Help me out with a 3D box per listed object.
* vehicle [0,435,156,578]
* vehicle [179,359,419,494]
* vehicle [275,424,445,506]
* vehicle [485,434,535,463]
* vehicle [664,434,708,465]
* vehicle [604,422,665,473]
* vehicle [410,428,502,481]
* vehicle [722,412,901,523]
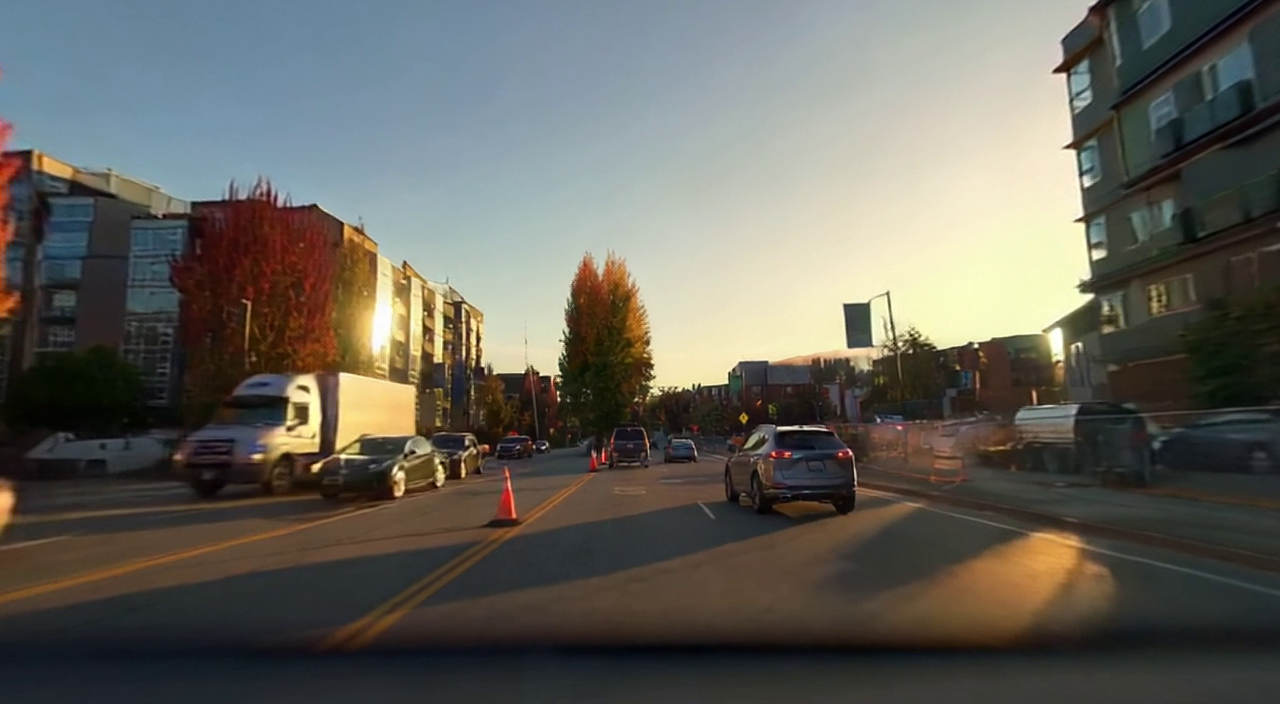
[{"bbox_3d":[-7.669,1.580,6.302,1.881,1.485,4.522,0,-8,2],"label":"vehicle"},{"bbox_3d":[-11.155,2.750,22.265,2.988,3.755,9.456,0,-8,1],"label":"vehicle"},{"bbox_3d":[-7.300,2.968,17.123,2.437,1.820,4.827,-2,-8,0],"label":"vehicle"},{"bbox_3d":[-9.241,6.925,45.024,2.192,1.923,4.970,-1,-8,4],"label":"vehicle"},{"bbox_3d":[2.804,6.151,39.739,2.187,1.835,5.471,0,-8,-2],"label":"vehicle"},{"bbox_3d":[-0.343,4.843,31.965,2.762,2.309,6.723,0,-8,-2],"label":"vehicle"},{"bbox_3d":[-7.616,4.301,26.717,2.296,1.911,5.688,-2,-8,-1],"label":"vehicle"},{"bbox_3d":[3.224,2.328,13.263,2.120,1.828,5.531,0,-8,-1],"label":"vehicle"}]
